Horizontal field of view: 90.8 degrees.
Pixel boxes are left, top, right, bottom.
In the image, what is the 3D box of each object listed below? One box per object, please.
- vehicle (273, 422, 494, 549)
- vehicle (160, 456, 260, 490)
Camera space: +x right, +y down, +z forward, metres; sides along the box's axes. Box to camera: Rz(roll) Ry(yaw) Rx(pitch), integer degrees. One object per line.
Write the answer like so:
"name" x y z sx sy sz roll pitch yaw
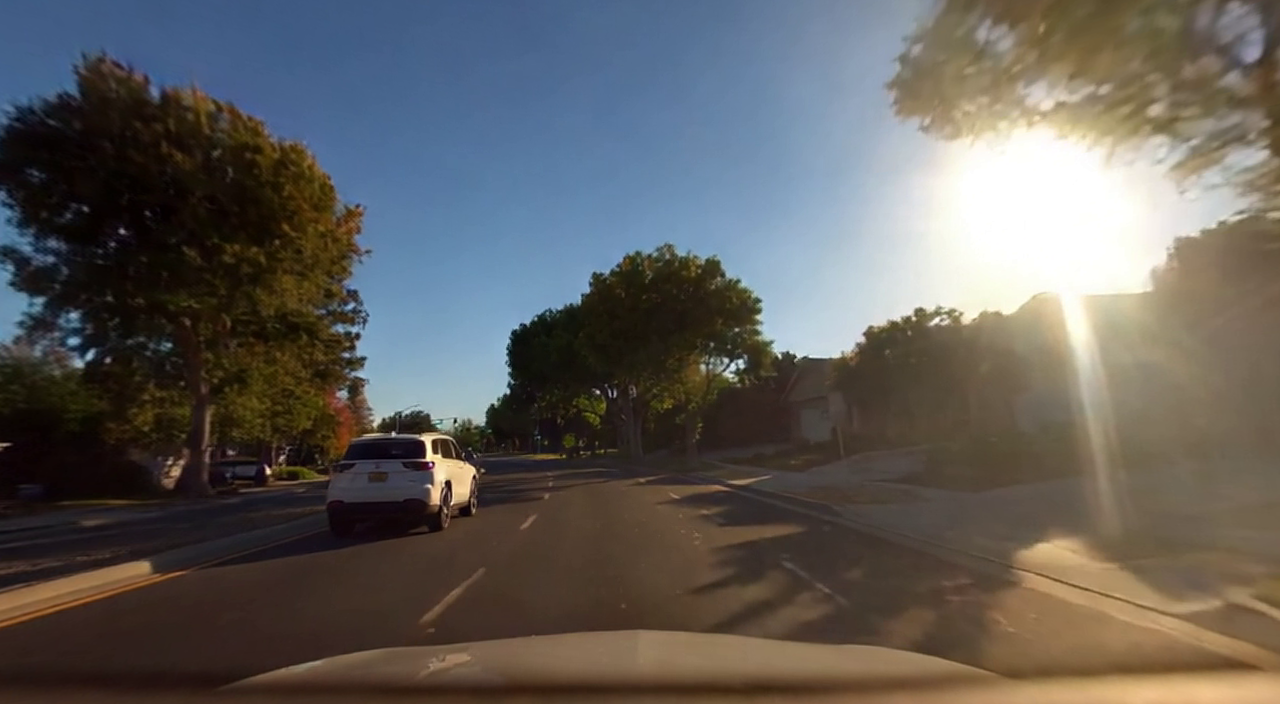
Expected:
"vehicle" -4.146 2.221 11.220 2.175 1.772 4.442 0 -8 -2
"vehicle" -27.139 7.650 40.030 4.809 1.471 2.012 -5 -8 -12
